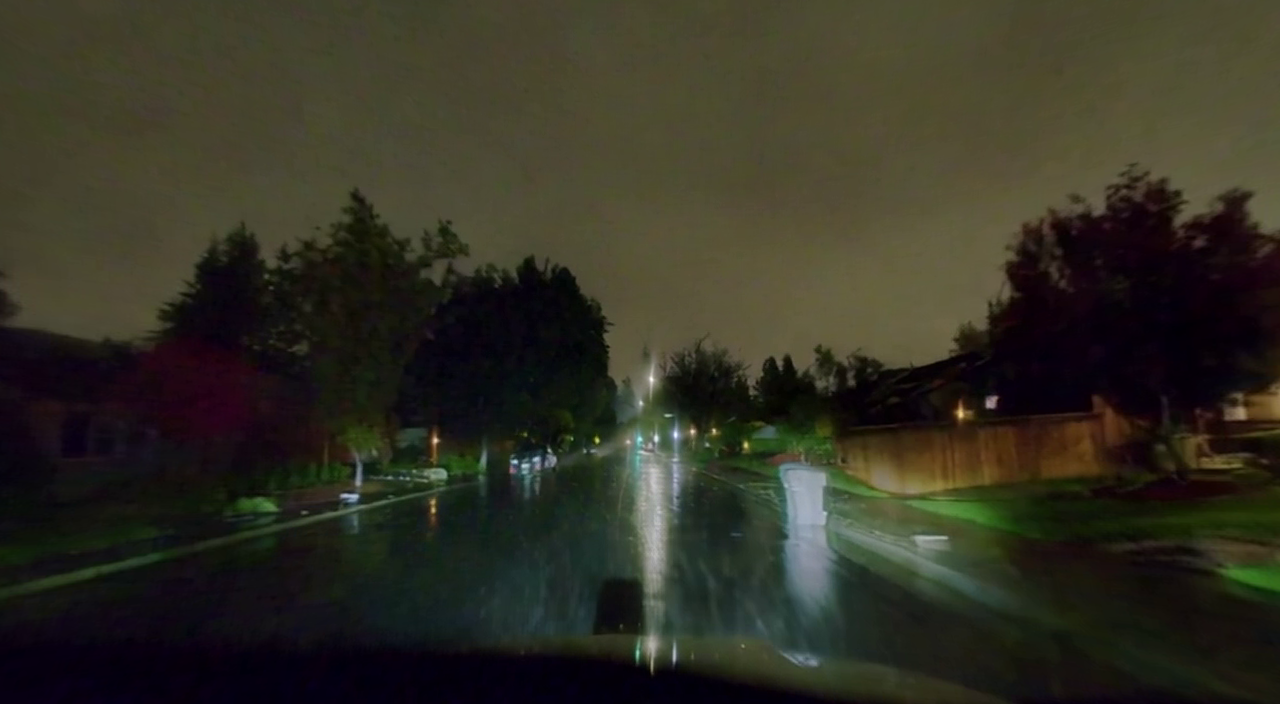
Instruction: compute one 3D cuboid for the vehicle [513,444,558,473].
[{"bbox_3d":[-6.624,6.795,40.640,2.078,1.745,5.119,0,-9,-1],"label":"vehicle"}]
